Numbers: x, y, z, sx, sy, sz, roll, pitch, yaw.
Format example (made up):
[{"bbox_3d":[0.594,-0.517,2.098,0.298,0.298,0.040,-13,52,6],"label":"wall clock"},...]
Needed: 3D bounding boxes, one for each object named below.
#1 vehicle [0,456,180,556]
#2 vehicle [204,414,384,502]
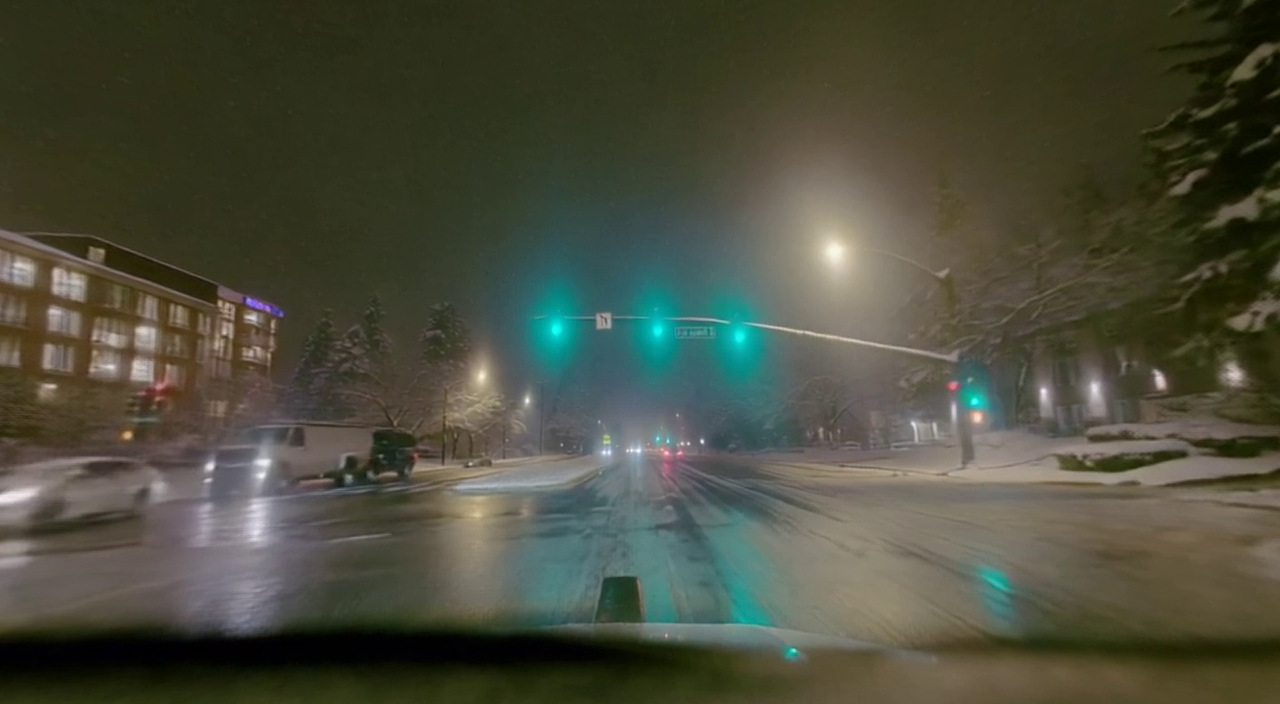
[{"bbox_3d":[-12.302,3.048,13.153,2.030,1.702,4.488,0,-9,0],"label":"vehicle"},{"bbox_3d":[-15.696,4.958,29.990,3.028,3.424,9.908,0,-9,-1],"label":"vehicle"}]
